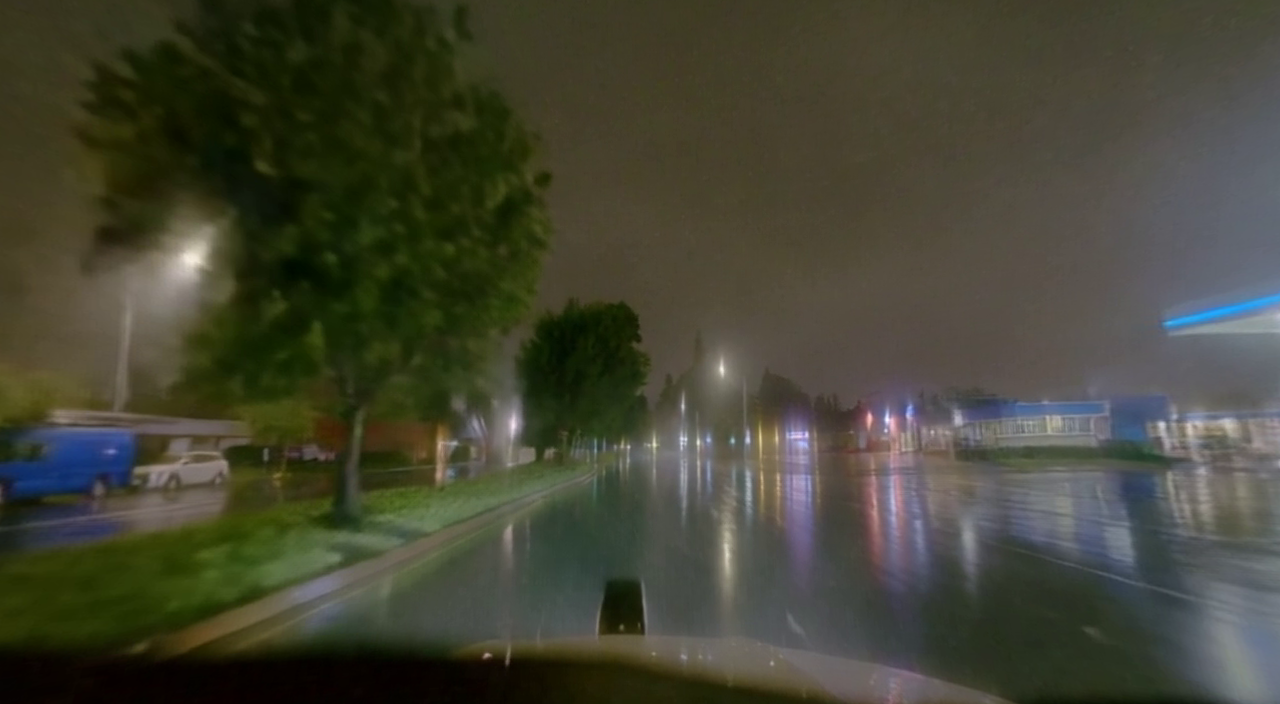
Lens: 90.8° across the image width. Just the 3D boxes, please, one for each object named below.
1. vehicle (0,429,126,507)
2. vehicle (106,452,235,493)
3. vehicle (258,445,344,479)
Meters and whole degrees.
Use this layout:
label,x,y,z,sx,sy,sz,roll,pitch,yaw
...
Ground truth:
label,x,y,z,sx,sy,sz,roll,pitch,yaw
vehicle,-19.177,3.529,19.387,2.216,2.161,5.522,-2,-8,-1
vehicle,-18.968,4.840,25.827,1.829,1.462,4.463,0,-8,1
vehicle,-18.874,6.111,35.541,1.906,1.744,5.165,0,-8,1
